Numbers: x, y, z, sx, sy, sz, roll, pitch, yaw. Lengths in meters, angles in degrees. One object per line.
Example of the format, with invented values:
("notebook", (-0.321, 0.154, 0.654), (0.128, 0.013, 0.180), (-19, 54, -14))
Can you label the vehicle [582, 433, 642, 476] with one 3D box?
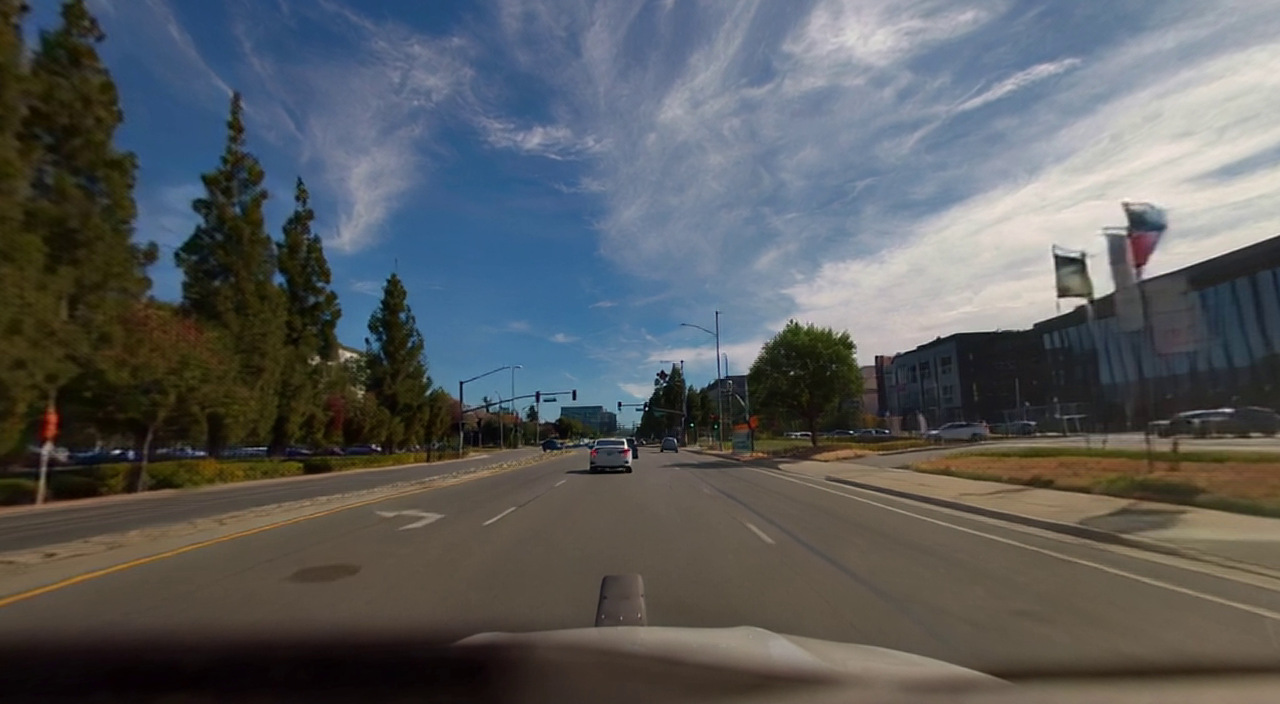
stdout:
("vehicle", (-0.992, 3.858, 23.912), (2.075, 1.470, 3.962), (0, -8, -1))
